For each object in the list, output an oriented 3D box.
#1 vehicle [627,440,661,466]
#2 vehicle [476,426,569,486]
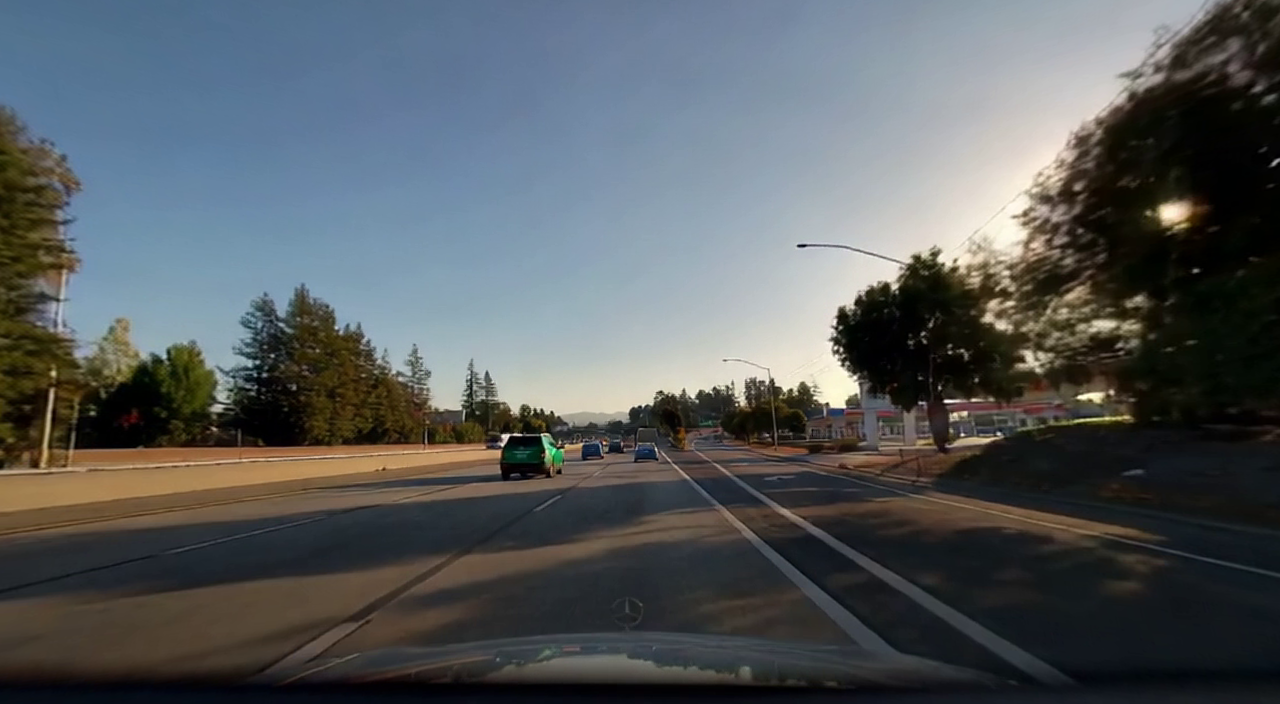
[{"bbox_3d":[0.208,6.155,38.642,1.982,1.524,3.800,0,-8,-1],"label":"vehicle"},{"bbox_3d":[-3.993,3.647,22.358,2.273,1.884,4.515,0,-8,2],"label":"vehicle"}]
